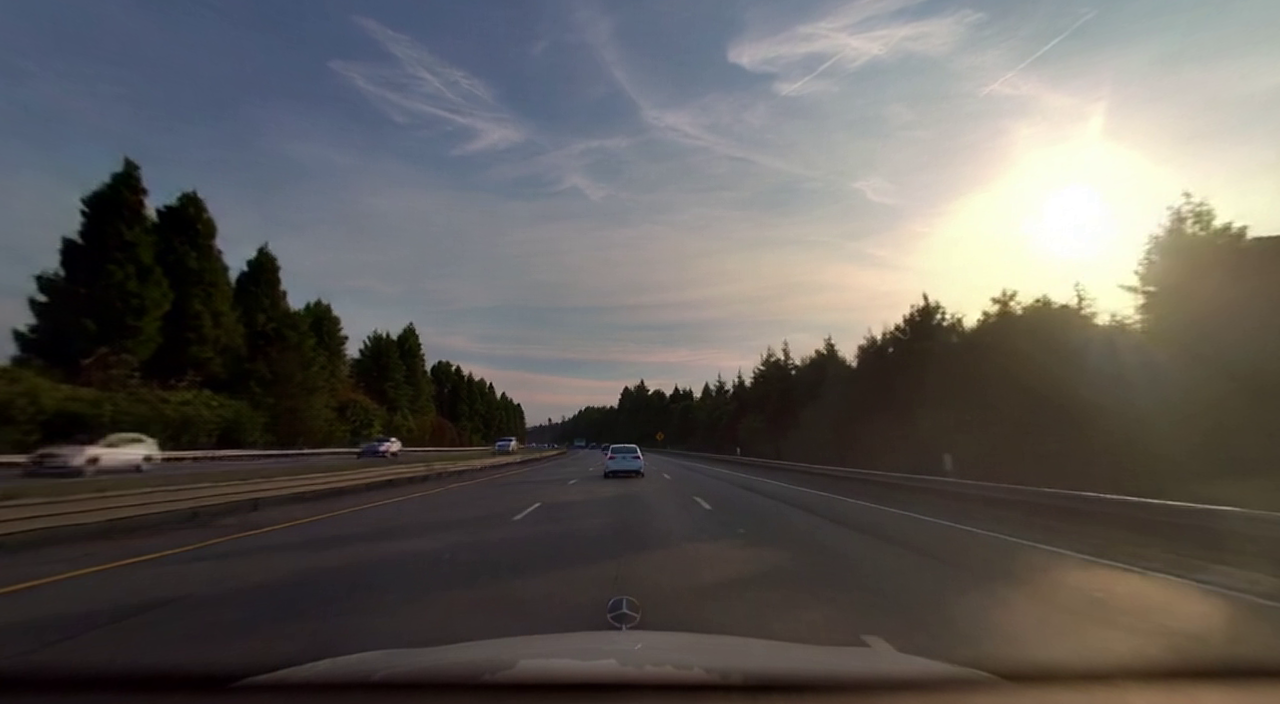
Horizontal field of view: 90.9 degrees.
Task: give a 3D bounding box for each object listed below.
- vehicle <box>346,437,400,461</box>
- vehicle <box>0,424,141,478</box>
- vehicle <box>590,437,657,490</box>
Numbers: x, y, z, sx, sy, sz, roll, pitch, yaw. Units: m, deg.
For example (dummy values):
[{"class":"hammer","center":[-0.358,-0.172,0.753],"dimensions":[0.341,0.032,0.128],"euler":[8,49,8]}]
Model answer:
[{"class":"vehicle","center":[-17.780,6.467,42.189],"dimensions":[1.837,1.512,4.359],"euler":[0,-9,-2]},{"class":"vehicle","center":[-17.730,3.041,19.401],"dimensions":[1.714,1.482,3.643],"euler":[0,-9,-1]},{"class":"vehicle","center":[-0.543,3.670,21.027],"dimensions":[2.011,1.590,3.607],"euler":[0,-9,-1]}]
